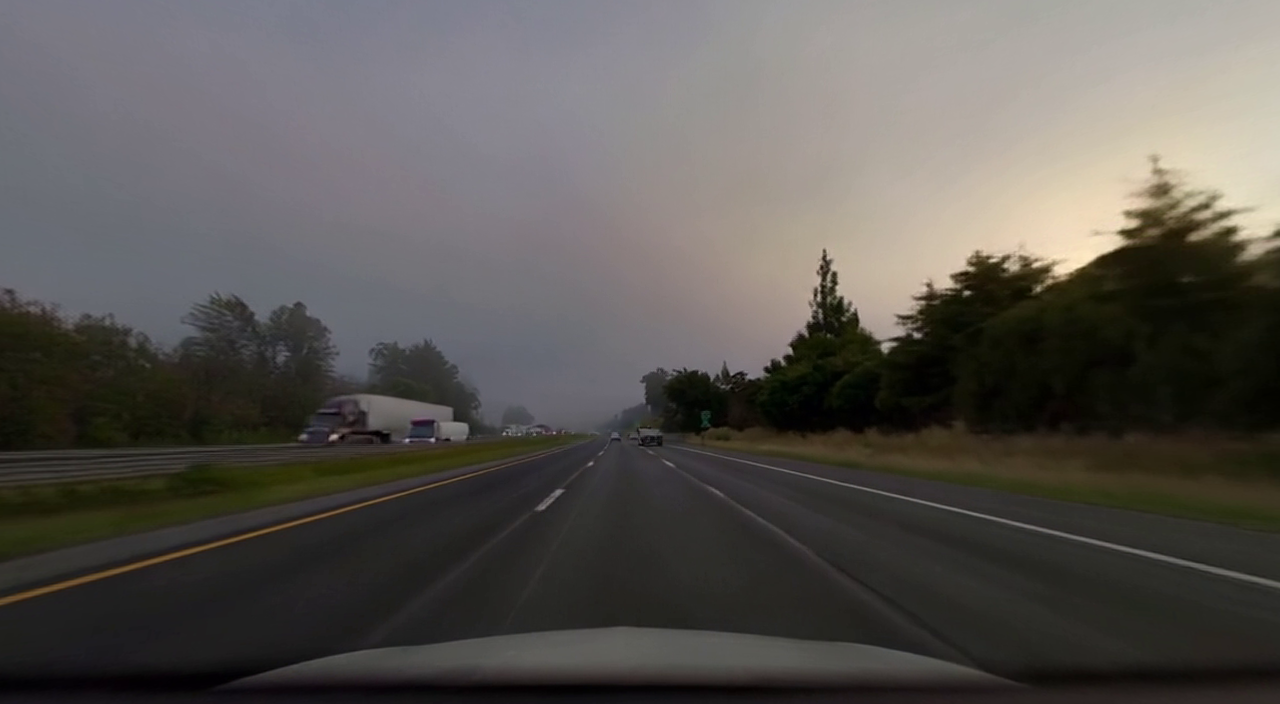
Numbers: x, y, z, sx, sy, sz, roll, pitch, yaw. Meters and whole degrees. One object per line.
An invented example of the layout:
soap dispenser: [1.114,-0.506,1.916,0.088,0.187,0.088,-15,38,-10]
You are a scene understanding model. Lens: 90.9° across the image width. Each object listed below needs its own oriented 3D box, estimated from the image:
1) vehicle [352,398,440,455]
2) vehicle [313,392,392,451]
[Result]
vehicle: [-15.775,4.952,41.376,2.845,3.395,7.669,0,-8,-2]
vehicle: [-20.438,5.035,45.195,2.988,3.962,5.807,0,-8,-2]
